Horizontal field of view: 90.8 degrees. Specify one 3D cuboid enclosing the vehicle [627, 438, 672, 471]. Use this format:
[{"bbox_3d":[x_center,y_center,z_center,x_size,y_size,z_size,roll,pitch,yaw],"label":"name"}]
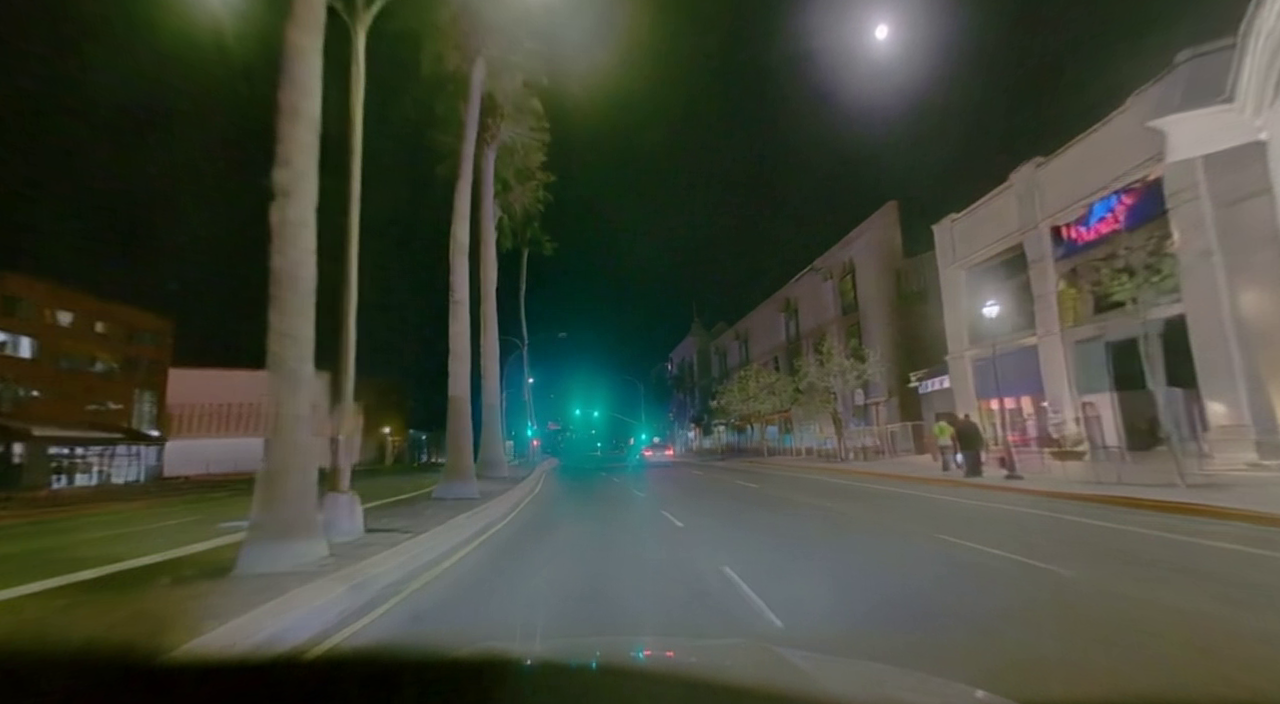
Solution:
[{"bbox_3d":[0.513,6.723,41.831,2.284,2.010,6.670,1,-8,-5],"label":"vehicle"}]
